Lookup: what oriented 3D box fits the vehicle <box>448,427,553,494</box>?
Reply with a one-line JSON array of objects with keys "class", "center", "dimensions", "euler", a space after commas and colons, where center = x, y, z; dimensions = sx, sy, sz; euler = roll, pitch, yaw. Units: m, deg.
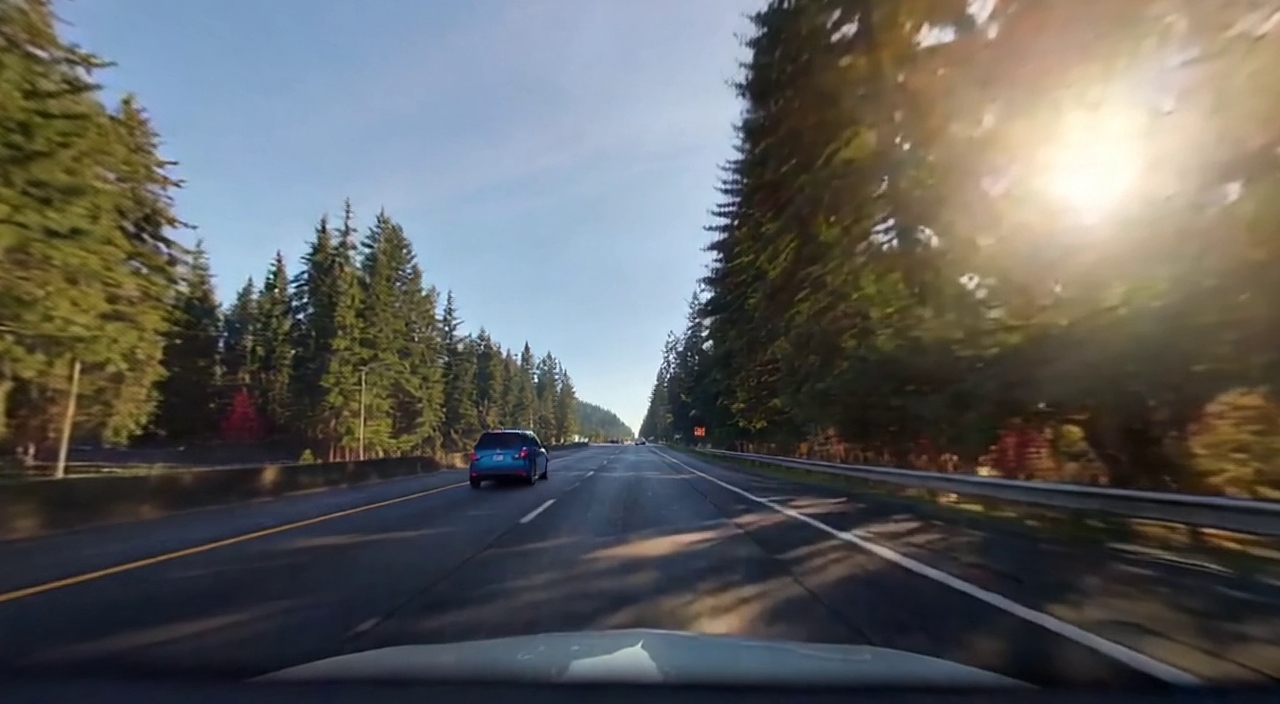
[{"class": "vehicle", "center": [-4.030, 3.201, 19.042], "dimensions": [2.084, 1.752, 4.479], "euler": [0, -8, 1]}]
